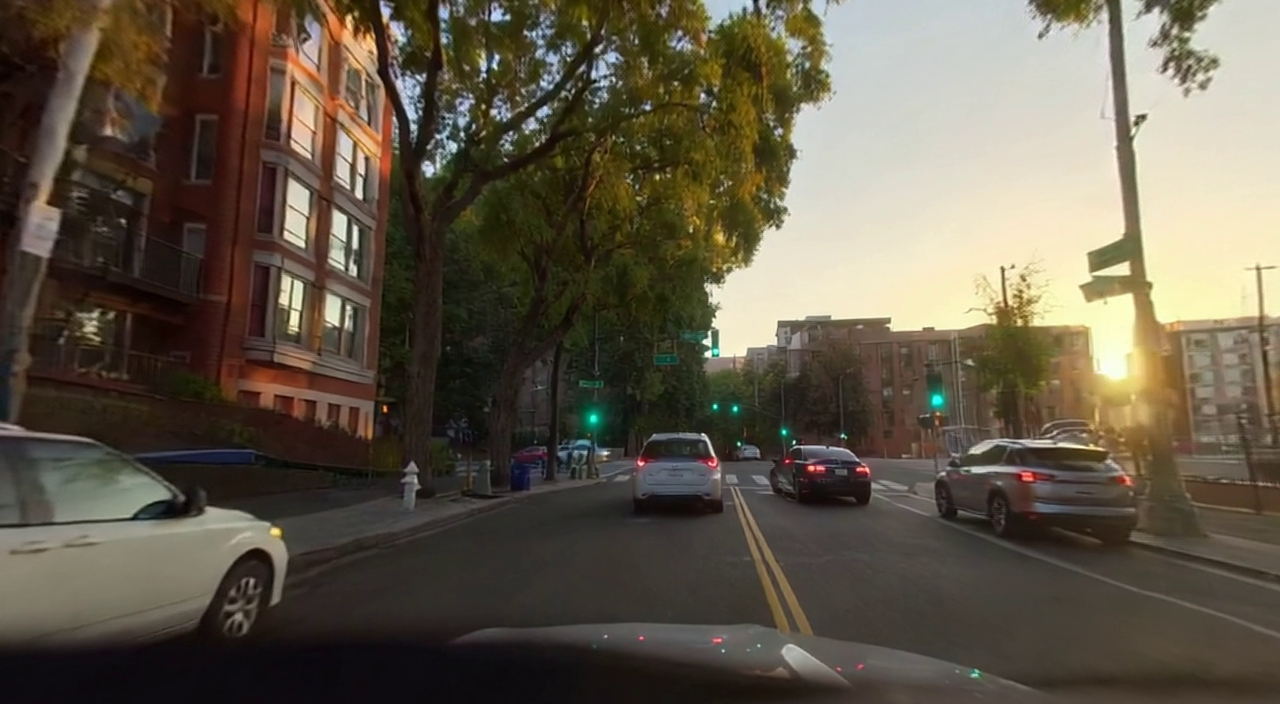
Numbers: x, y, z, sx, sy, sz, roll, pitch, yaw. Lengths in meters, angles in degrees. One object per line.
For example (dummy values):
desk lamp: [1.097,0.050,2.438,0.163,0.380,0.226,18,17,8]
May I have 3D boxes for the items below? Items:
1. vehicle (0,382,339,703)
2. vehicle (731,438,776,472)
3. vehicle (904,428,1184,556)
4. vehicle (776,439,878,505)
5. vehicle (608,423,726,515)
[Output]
vehicle: [-4.007,1.115,3.492,2.013,1.772,4.439,-1,-9,8]
vehicle: [6.122,5.616,34.503,2.111,1.705,4.093,-1,-9,6]
vehicle: [6.951,2.427,11.871,2.093,1.815,5.441,-1,-9,6]
vehicle: [5.131,3.321,17.950,2.111,1.619,4.077,-1,-9,7]
vehicle: [0.863,2.763,15.451,2.333,1.832,5.200,-1,-9,8]
